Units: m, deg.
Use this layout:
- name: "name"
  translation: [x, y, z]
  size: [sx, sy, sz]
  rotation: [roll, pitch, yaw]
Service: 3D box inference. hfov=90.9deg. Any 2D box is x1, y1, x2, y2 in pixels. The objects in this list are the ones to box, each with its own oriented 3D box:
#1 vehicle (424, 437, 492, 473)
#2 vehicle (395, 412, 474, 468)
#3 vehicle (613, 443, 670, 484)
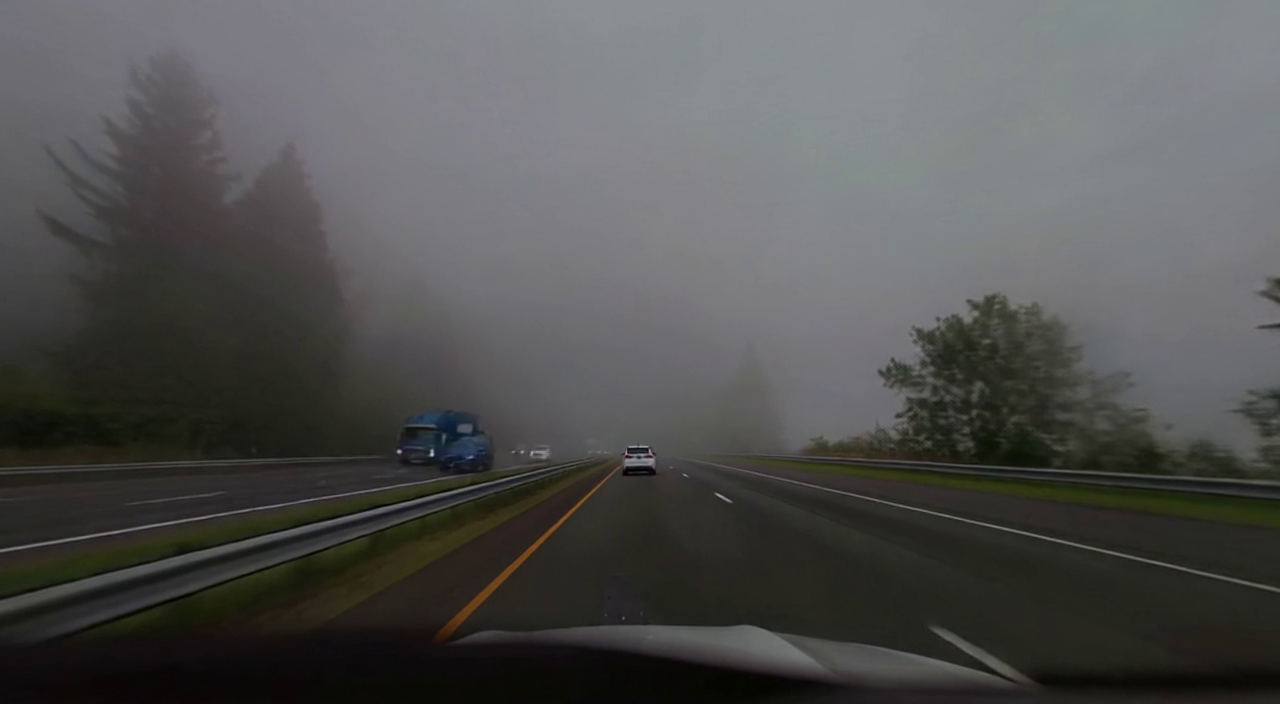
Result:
- name: "vehicle"
  translation: [-8.753, 5.016, 30.746]
  size: [1.984, 1.613, 4.329]
  rotation: [0, -9, 1]
- name: "vehicle"
  translation: [-13.318, 5.832, 41.550]
  size: [2.649, 3.362, 7.432]
  rotation: [0, -9, 0]
- name: "vehicle"
  translation: [0.048, 4.496, 25.704]
  size: [2.114, 1.523, 4.012]
  rotation: [0, -9, 0]
